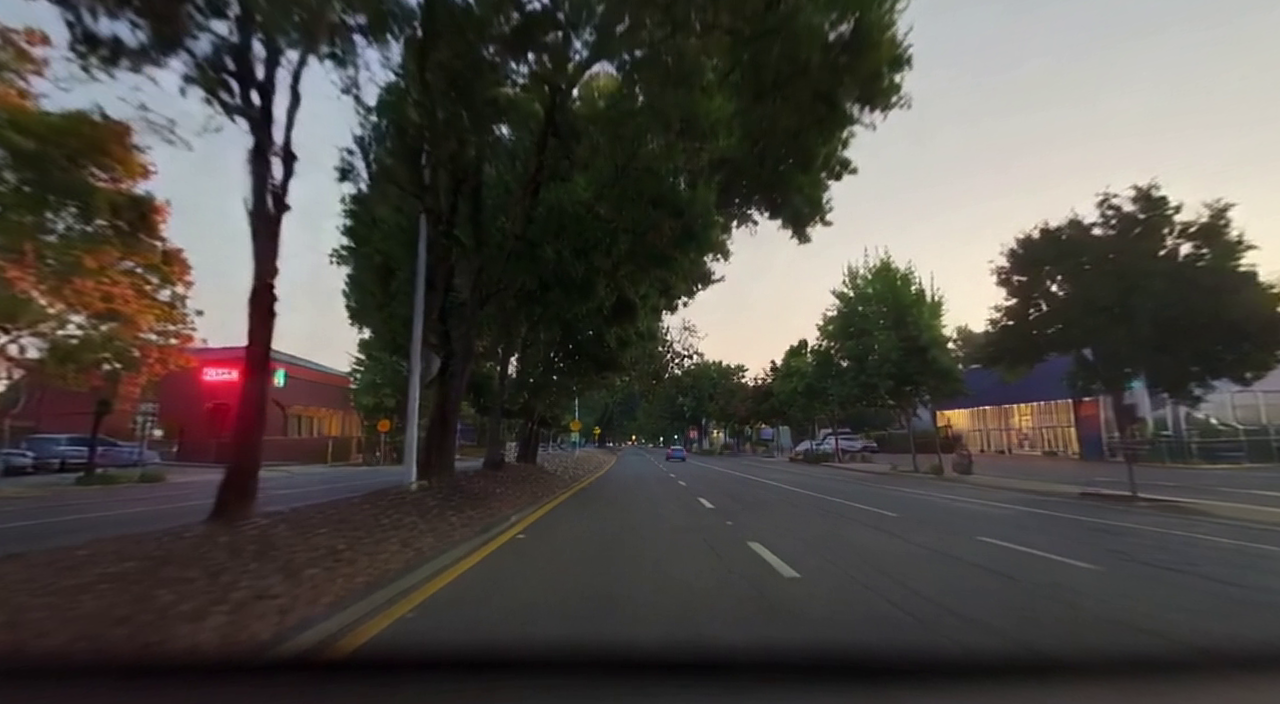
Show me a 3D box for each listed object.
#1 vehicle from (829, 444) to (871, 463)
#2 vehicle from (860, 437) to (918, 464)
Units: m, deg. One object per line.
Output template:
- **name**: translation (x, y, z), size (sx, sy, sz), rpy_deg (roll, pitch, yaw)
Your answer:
- **vehicle**: translation (16.525, 7.991, 49.949), size (1.928, 1.426, 4.452), rpy_deg (-1, -9, 3)
- **vehicle**: translation (19.261, 7.636, 49.204), size (2.249, 1.876, 5.470), rpy_deg (0, -7, -1)
